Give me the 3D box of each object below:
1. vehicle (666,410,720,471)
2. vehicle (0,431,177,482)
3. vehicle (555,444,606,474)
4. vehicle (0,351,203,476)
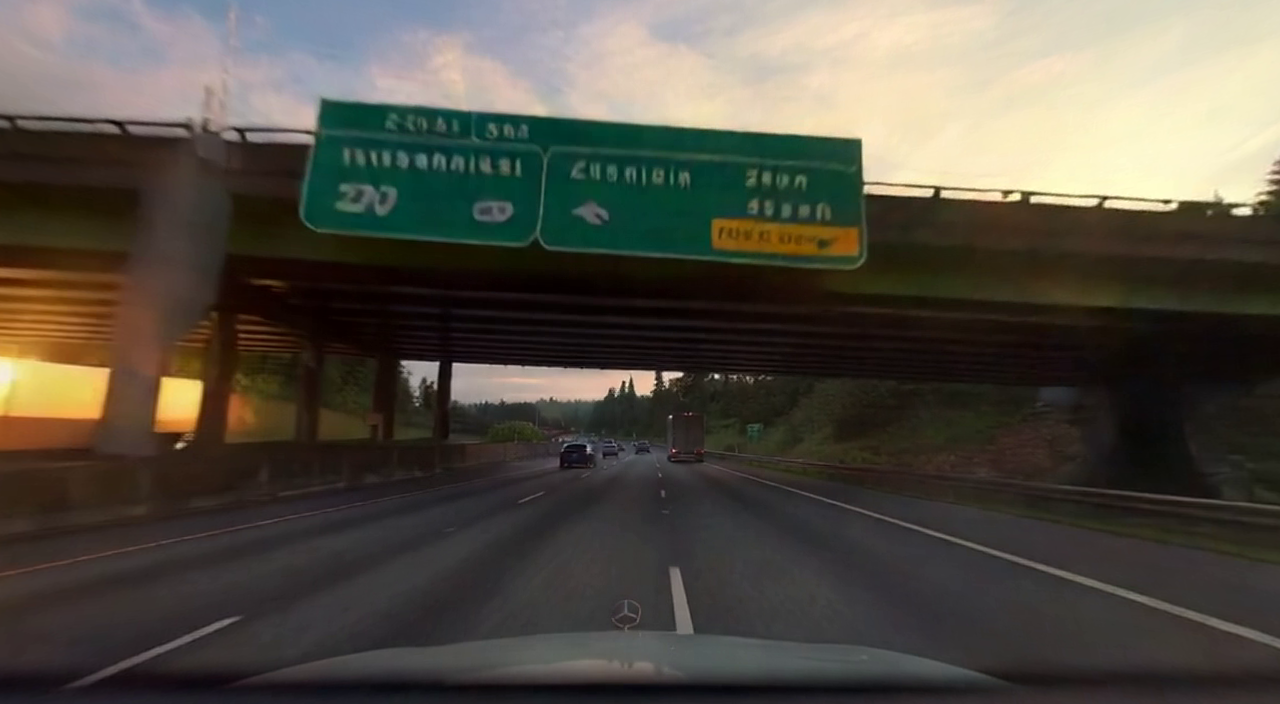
[{"bbox_3d":[3.656,6.591,46.601,2.943,3.830,12.409,0,-9,0],"label":"vehicle"},{"bbox_3d":[-17.734,3.392,20.618,1.788,1.461,4.321,0,-9,2],"label":"vehicle"},{"bbox_3d":[-3.074,5.636,33.471,2.038,1.489,4.603,-1,-9,3],"label":"vehicle"},{"bbox_3d":[-22.028,2.262,22.043,2.907,3.988,14.319,-1,-9,2],"label":"vehicle"}]
